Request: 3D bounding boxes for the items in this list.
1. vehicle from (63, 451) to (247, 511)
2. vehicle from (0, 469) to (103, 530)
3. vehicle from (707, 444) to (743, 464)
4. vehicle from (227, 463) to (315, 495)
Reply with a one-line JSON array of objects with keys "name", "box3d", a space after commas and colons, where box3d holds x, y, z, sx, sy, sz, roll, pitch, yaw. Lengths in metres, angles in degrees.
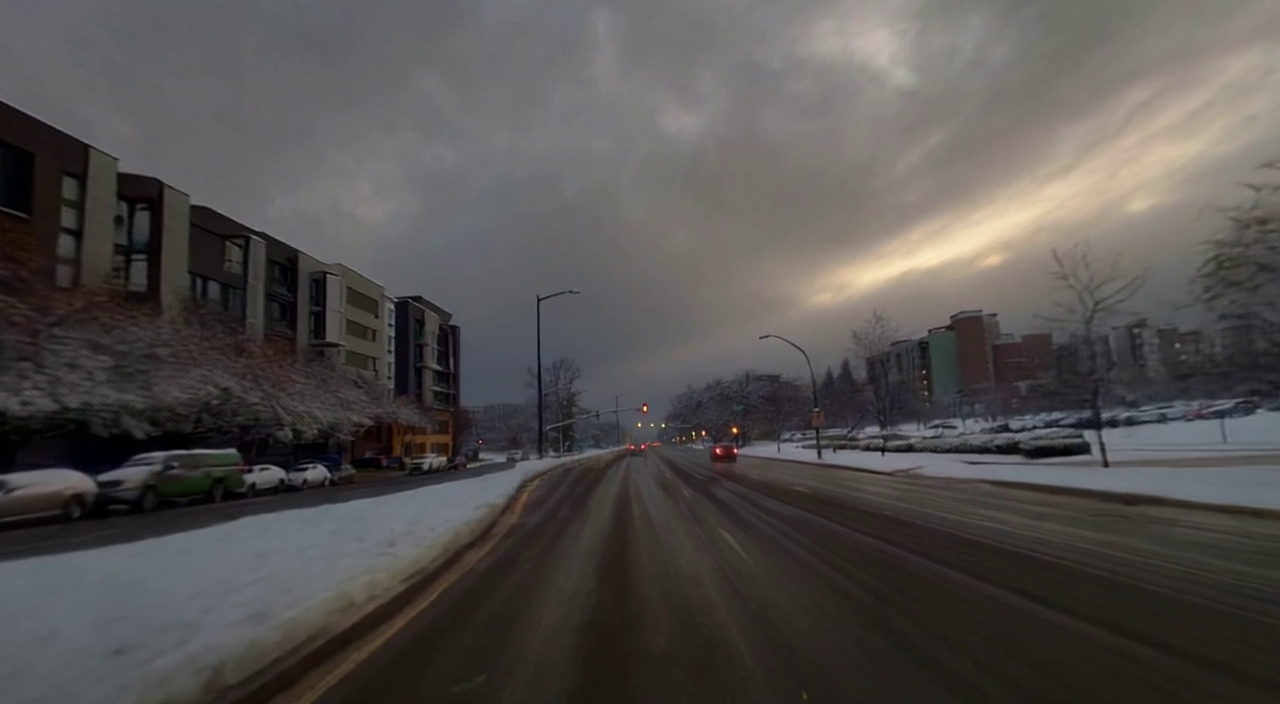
[{"name": "vehicle", "box3d": [-19.176, 5.080, 25.589, 2.373, 2.077, 6.457, 0, -9, -1]}, {"name": "vehicle", "box3d": [-19.027, 4.386, 18.958, 1.869, 1.606, 4.617, 0, -9, -2]}, {"name": "vehicle", "box3d": [6.273, 7.587, 47.040, 1.992, 1.447, 4.414, 0, -9, -1]}, {"name": "vehicle", "box3d": [-19.064, 6.570, 32.920, 1.850, 1.451, 4.450, 0, -9, 1]}]
